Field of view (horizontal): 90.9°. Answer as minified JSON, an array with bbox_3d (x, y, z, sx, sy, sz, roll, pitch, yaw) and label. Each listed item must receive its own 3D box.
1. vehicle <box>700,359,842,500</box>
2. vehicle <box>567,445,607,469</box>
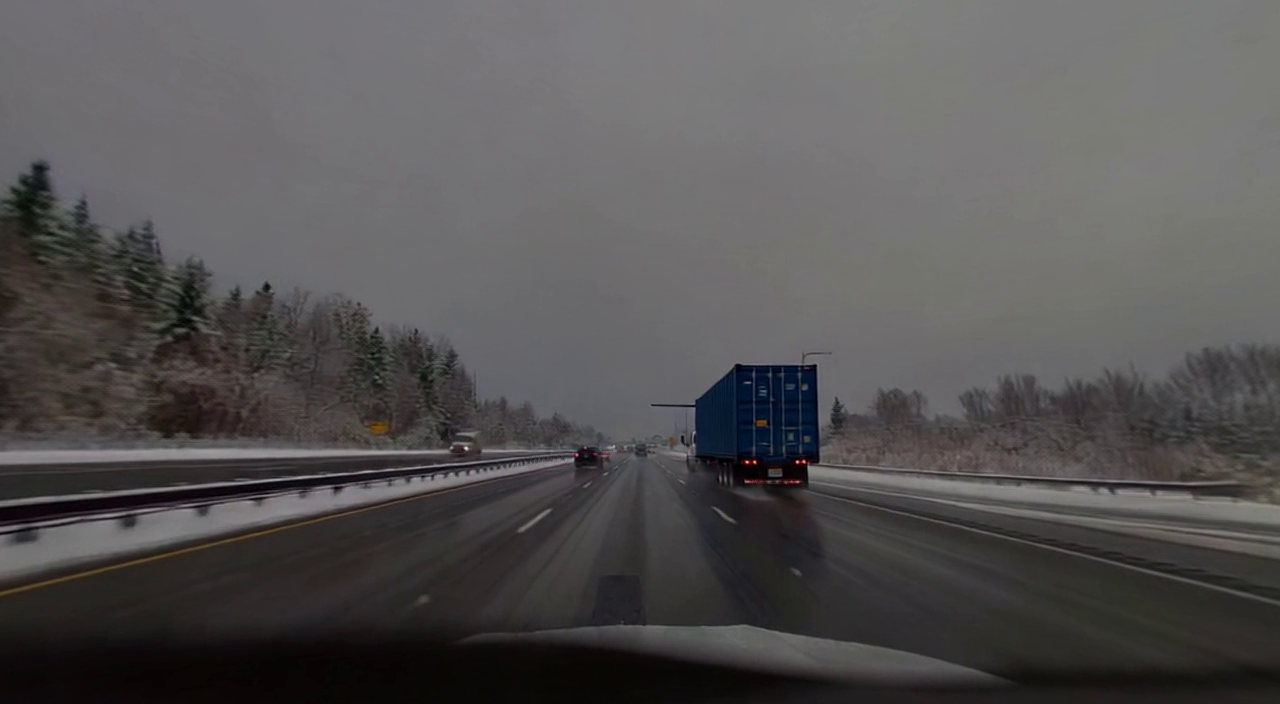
[{"bbox_3d":[4.365,3.207,24.601,2.821,4.046,12.876,0,-9,0],"label":"vehicle"},{"bbox_3d":[-3.762,7.625,45.951,2.370,1.647,5.091,0,-9,1],"label":"vehicle"}]
